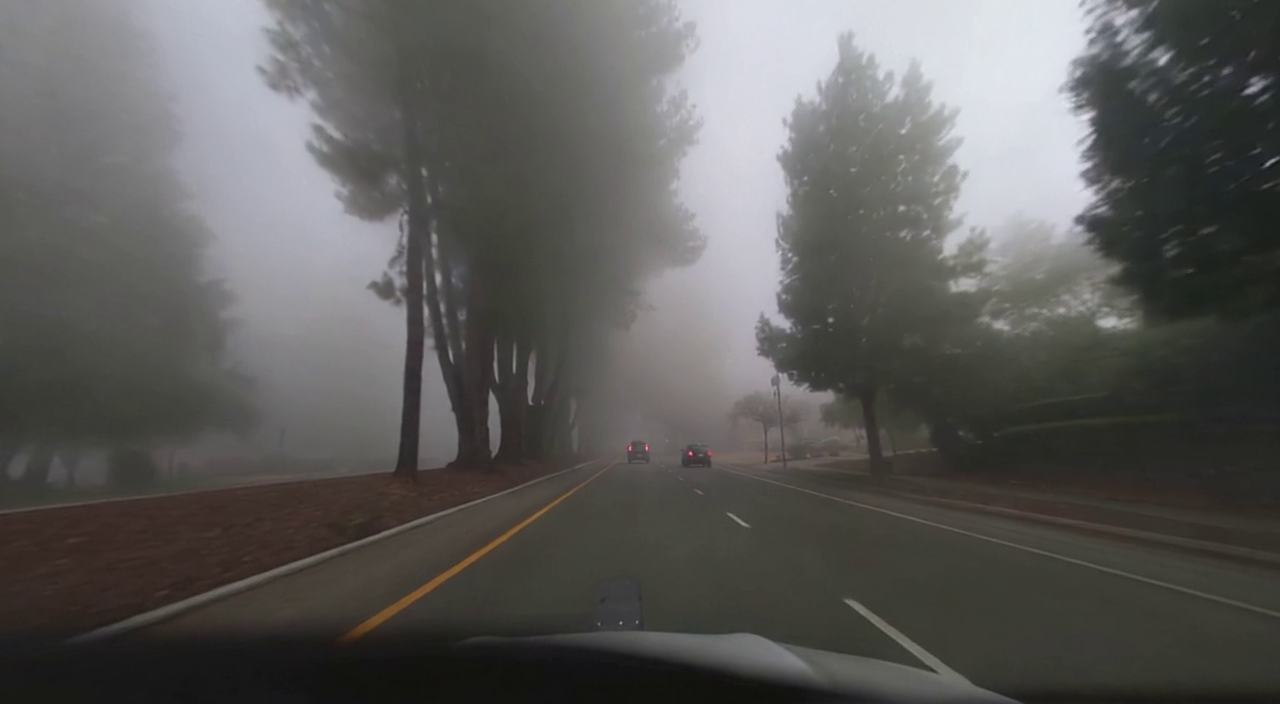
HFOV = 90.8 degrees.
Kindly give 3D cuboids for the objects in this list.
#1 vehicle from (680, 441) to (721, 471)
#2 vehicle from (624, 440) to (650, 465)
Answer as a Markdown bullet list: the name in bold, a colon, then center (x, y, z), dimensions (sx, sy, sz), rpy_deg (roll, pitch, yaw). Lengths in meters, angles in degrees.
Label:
- **vehicle**: center (3.527, 6.147, 37.367), dimensions (1.888, 1.640, 4.044), rpy_deg (0, -9, -2)
- **vehicle**: center (-0.230, 7.880, 49.588), dimensions (1.925, 1.799, 4.257), rpy_deg (0, -9, -1)
